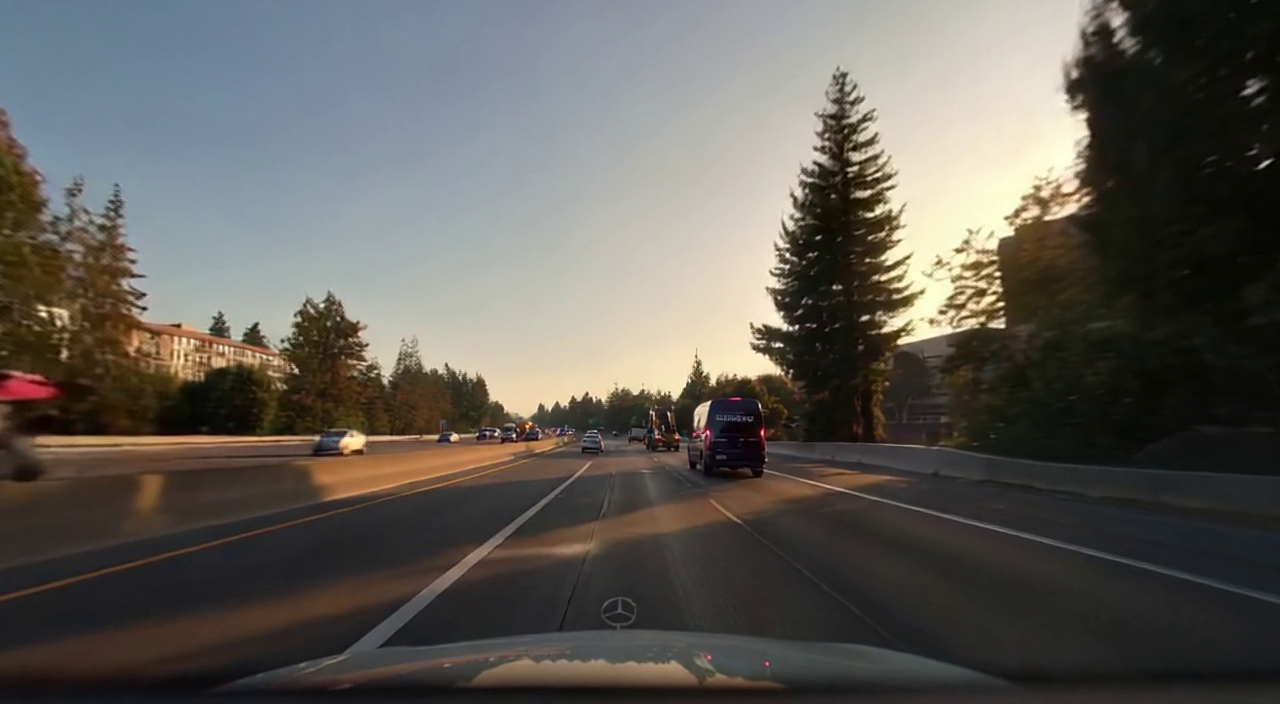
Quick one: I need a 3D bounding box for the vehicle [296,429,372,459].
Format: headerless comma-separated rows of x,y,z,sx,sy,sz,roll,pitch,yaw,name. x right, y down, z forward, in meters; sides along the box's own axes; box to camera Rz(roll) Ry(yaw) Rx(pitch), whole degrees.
-16.455,4.942,34.141,1.893,1.494,4.905,1,-8,-3,vehicle

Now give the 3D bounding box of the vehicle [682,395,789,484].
2.932,2.906,21.011,2.386,2.509,5.880,0,-8,-2,vehicle

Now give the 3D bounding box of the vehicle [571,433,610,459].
-3.002,5.822,39.160,2.217,1.502,4.222,0,-8,-1,vehicle
